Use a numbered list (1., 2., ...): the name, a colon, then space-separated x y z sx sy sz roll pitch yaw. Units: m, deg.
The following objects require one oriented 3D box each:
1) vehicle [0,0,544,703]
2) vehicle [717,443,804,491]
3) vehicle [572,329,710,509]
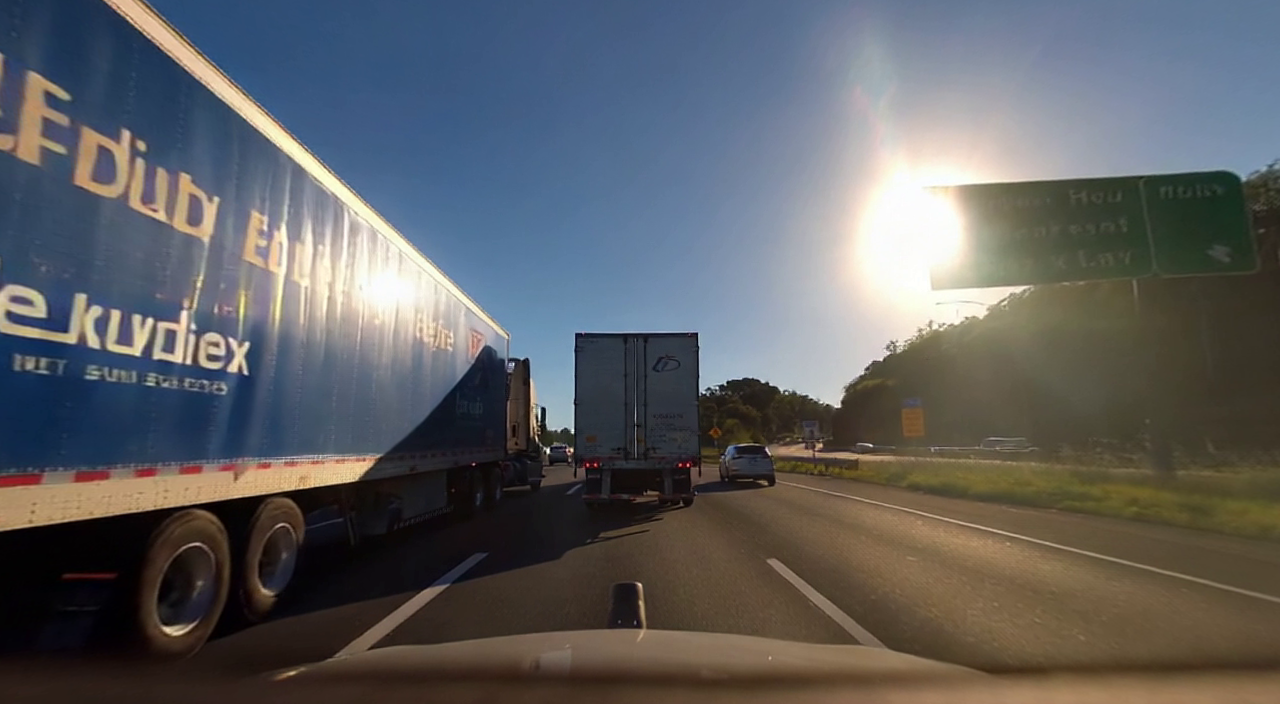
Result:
1. vehicle: -4.086 0.646 9.075 2.873 4.107 15.970 0 -9 0
2. vehicle: 3.966 3.849 21.608 2.010 1.446 4.579 0 -9 -1
3. vehicle: -0.033 2.133 18.409 2.910 3.828 9.805 0 -9 -1
